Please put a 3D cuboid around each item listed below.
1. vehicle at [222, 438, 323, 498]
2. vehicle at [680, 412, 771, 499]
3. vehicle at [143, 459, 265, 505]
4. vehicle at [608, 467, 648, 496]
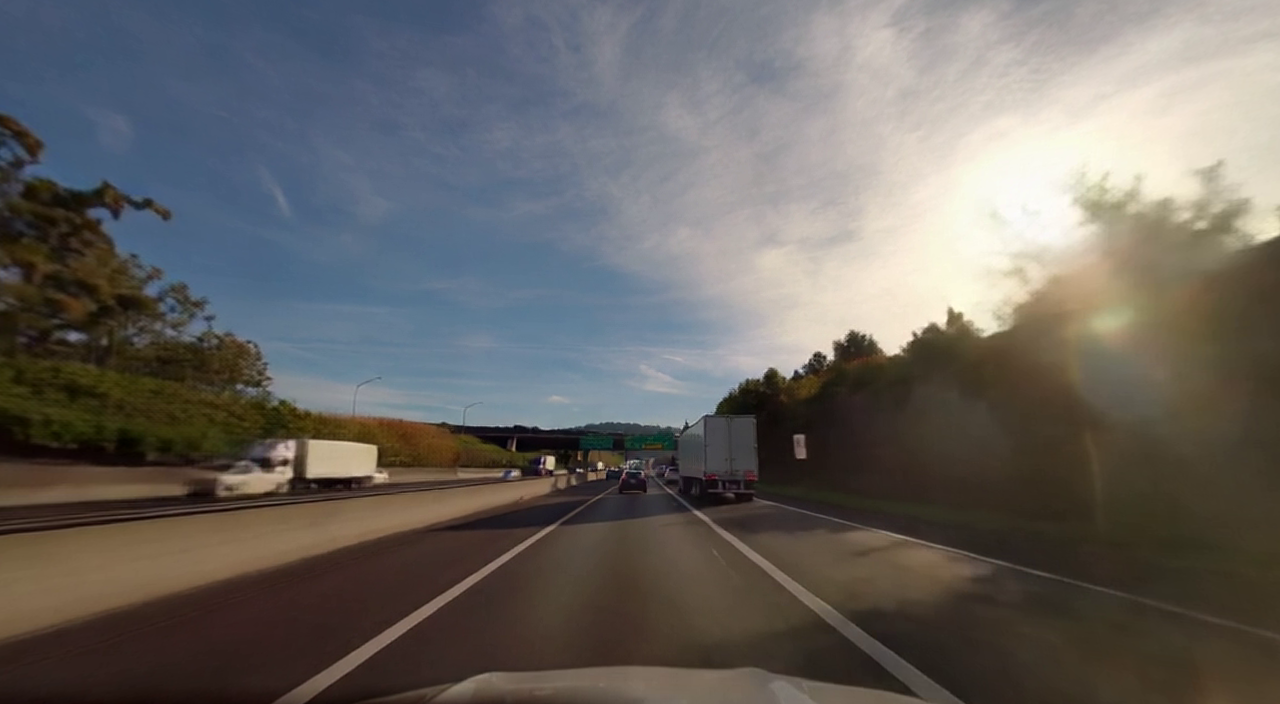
[{"bbox_3d":[-19.243,6.111,33.283,2.359,2.885,4.644,0,-10,0],"label":"vehicle"},{"bbox_3d":[4.480,6.188,36.811,3.218,4.001,14.492,1,-10,0],"label":"vehicle"},{"bbox_3d":[-19.168,5.719,28.028,1.951,1.803,4.680,1,-10,1],"label":"vehicle"},{"bbox_3d":[-0.647,7.010,34.296,2.010,1.436,3.973,1,-10,-1],"label":"vehicle"}]
